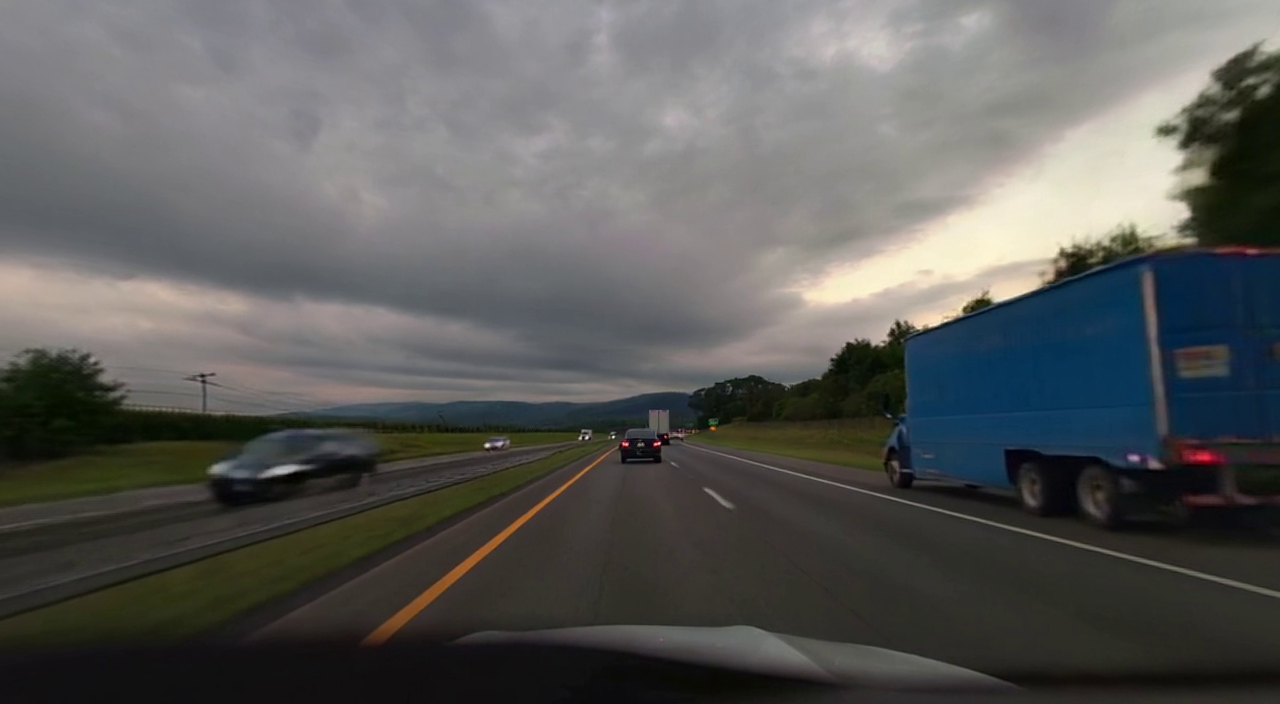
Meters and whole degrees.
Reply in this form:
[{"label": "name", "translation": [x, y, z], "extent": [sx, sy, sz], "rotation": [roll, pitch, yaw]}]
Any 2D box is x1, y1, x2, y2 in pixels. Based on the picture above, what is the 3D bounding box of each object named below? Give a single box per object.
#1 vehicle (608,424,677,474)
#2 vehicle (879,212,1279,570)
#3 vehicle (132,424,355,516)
[{"label": "vehicle", "translation": [0.053, 3.425, 22.503], "extent": [2.216, 1.623, 4.220], "rotation": [0, -8, -1]}, {"label": "vehicle", "translation": [7.464, 0.922, 10.847], "extent": [3.010, 3.638, 8.978], "rotation": [0, -8, -1]}, {"label": "vehicle", "translation": [-7.607, 2.261, 12.641], "extent": [1.869, 1.521, 4.034], "rotation": [0, -8, -1]}]
